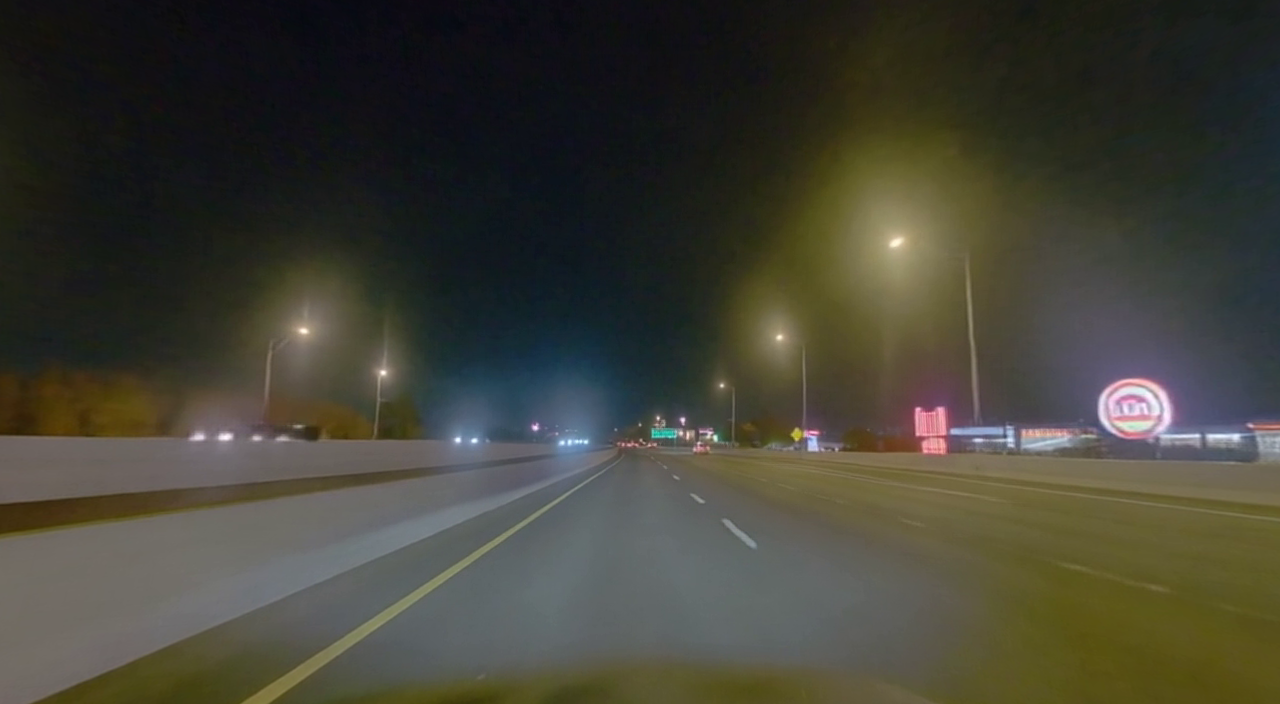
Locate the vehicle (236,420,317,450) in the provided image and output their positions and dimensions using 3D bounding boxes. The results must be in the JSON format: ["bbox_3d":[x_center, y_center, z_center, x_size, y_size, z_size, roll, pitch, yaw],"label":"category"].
[{"bbox_3d":[-21.563,5.001,37.753,1.928,1.628,4.890,0,-9,0],"label":"vehicle"}]

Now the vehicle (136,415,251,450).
[{"bbox_3d":[-25.379,4.708,36.227,2.251,1.820,5.899,0,-9,0],"label":"vehicle"}]
